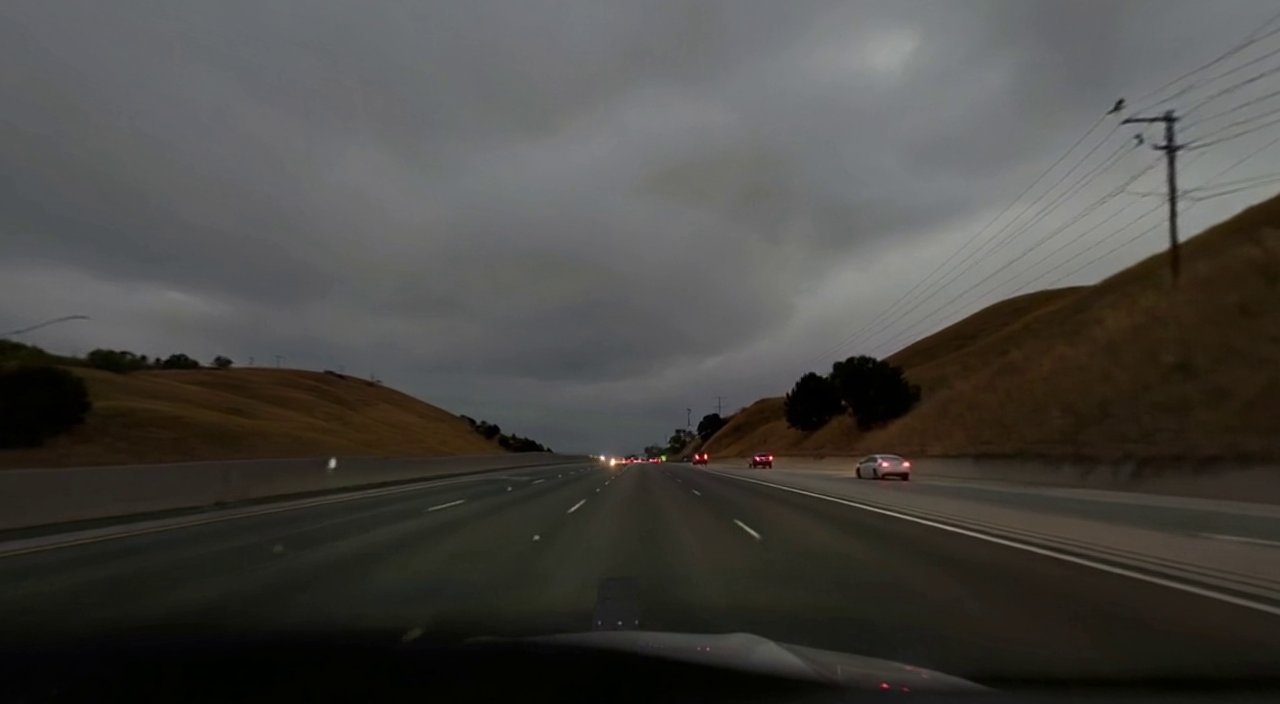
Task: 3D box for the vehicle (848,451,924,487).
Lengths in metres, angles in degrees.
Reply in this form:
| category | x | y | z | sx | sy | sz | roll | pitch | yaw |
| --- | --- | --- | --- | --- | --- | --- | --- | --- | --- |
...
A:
| category | x | y | z | sx | sy | sz | roll | pitch | yaw |
| --- | --- | --- | --- | --- | --- | --- | --- | --- | --- |
| vehicle | 11.158 | 5.323 | 28.880 | 1.884 | 1.486 | 3.770 | 1 | -9 | -1 |
